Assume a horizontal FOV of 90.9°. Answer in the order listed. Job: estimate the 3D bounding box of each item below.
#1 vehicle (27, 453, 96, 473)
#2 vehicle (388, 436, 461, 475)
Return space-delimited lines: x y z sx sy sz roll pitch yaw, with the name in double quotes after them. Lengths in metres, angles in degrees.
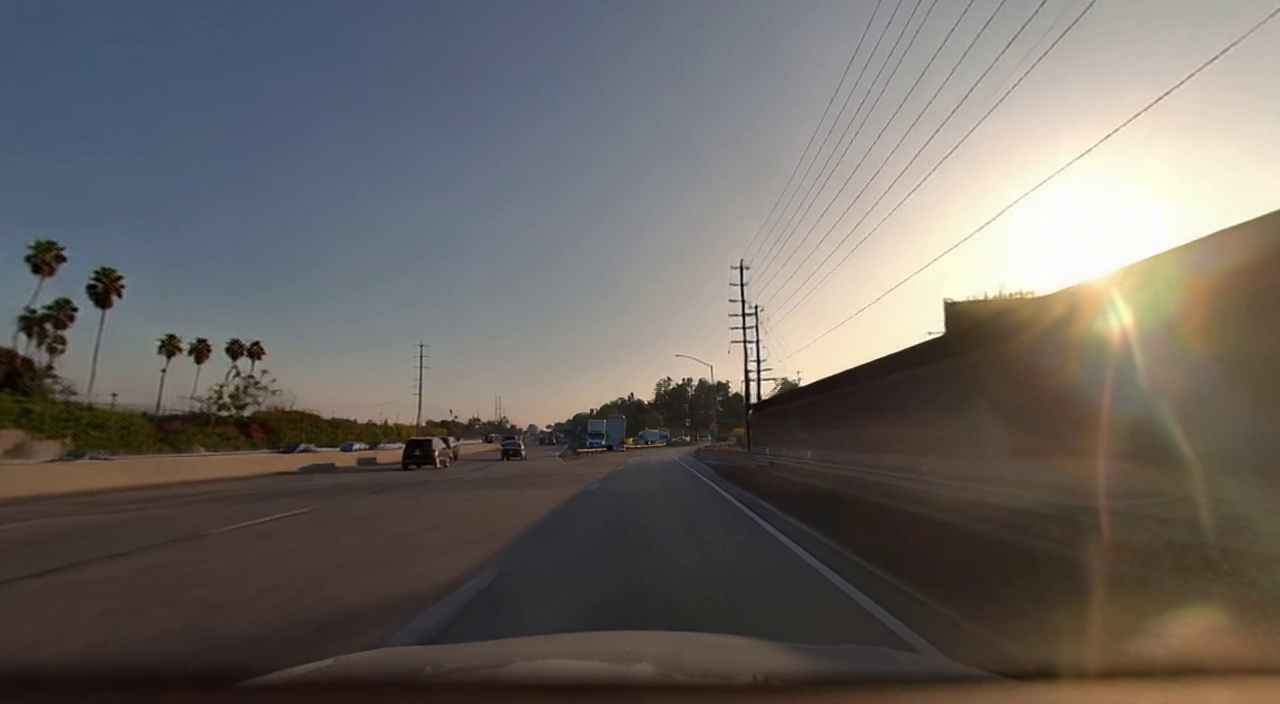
-44.011 8.424 48.091 1.719 1.408 4.170 1 -9 -8 "vehicle"
-9.526 4.598 28.222 2.029 1.609 3.935 1 -8 -3 "vehicle"
